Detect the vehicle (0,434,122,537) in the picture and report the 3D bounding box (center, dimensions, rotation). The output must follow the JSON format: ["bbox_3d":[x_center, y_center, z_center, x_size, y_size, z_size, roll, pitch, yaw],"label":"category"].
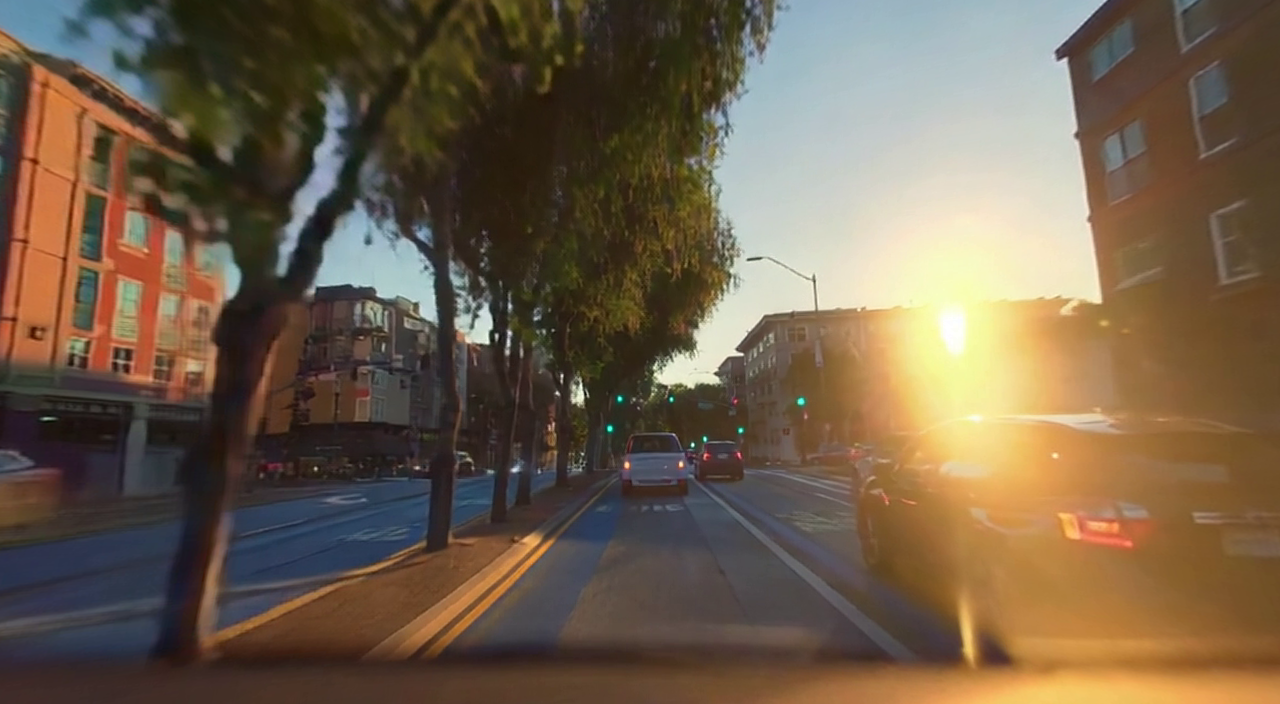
[{"bbox_3d":[-14.285,2.627,12.282,2.640,2.054,6.504,-1,-9,3],"label":"vehicle"}]

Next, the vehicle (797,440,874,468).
[{"bbox_3d":[14.623,7.654,47.534,5.156,2.005,2.122,-1,-9,7],"label":"vehicle"}]

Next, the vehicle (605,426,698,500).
[{"bbox_3d":[0.292,2.956,17.146,2.209,1.748,4.130,0,-9,1],"label":"vehicle"}]

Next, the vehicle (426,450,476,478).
[{"bbox_3d":[-13.289,7.866,44.608,1.914,1.889,4.585,0,-9,2],"label":"vehicle"}]

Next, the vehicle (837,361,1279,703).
[{"bbox_3d":[3.218,1.215,5.119,1.939,1.746,4.091,0,-9,1],"label":"vehicle"}]

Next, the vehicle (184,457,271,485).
[{"bbox_3d":[-28.823,8.302,44.199,4.558,1.818,2.120,0,-9,1],"label":"vehicle"}]

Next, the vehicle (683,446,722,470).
[{"bbox_3d":[3.888,6.651,39.767,2.045,1.465,4.355,0,-9,0],"label":"vehicle"}]
